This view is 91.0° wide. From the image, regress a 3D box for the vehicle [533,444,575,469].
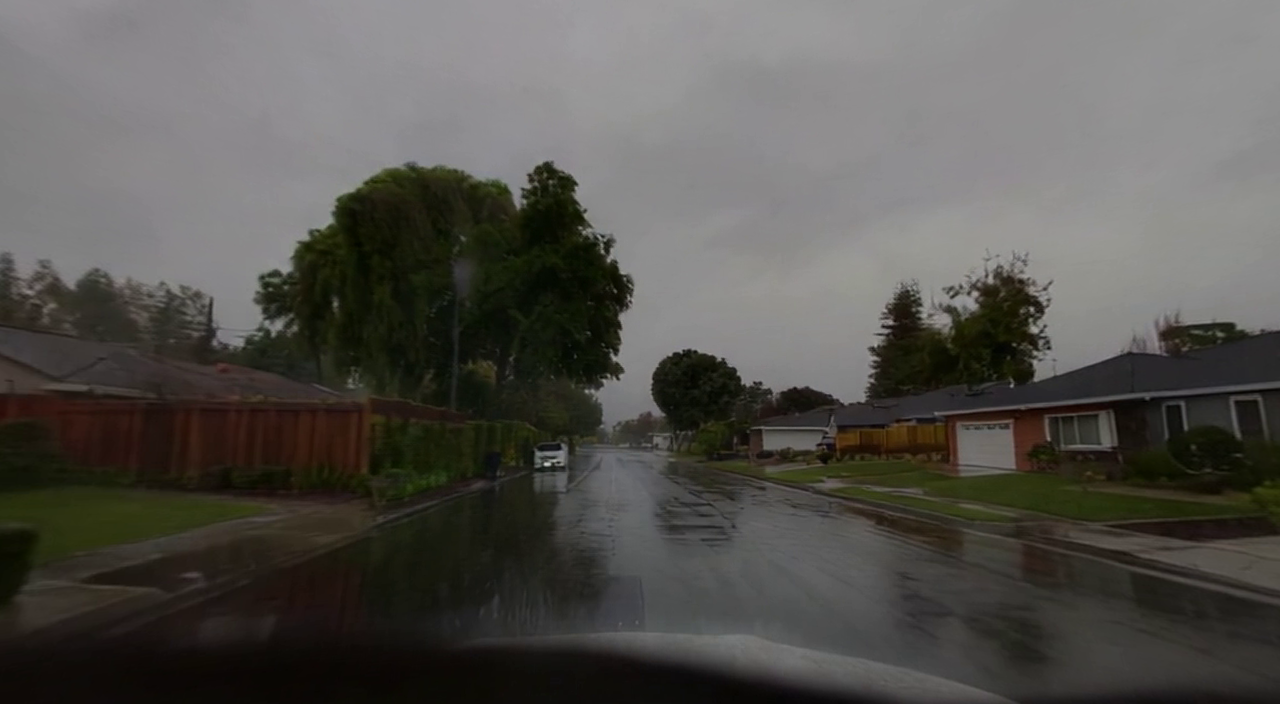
[{"bbox_3d":[-5.131,6.256,37.940,2.017,1.397,4.004,0,-8,-1],"label":"vehicle"}]
